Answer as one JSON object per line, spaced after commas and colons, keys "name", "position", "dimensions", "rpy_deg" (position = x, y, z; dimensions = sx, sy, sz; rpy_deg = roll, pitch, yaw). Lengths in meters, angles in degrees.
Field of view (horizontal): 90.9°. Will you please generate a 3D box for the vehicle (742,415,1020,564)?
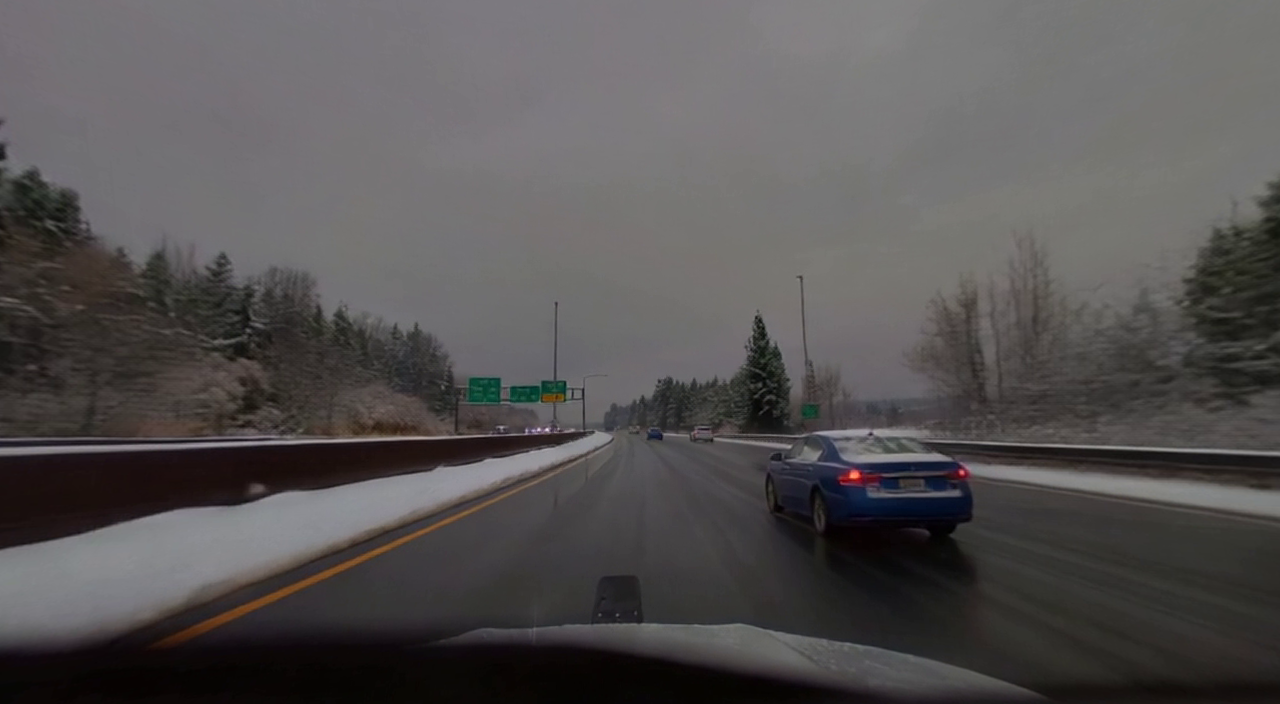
{"name": "vehicle", "position": [2.708, 1.634, 8.334], "dimensions": [1.977, 1.443, 4.225], "rpy_deg": [0, -8, -1]}
